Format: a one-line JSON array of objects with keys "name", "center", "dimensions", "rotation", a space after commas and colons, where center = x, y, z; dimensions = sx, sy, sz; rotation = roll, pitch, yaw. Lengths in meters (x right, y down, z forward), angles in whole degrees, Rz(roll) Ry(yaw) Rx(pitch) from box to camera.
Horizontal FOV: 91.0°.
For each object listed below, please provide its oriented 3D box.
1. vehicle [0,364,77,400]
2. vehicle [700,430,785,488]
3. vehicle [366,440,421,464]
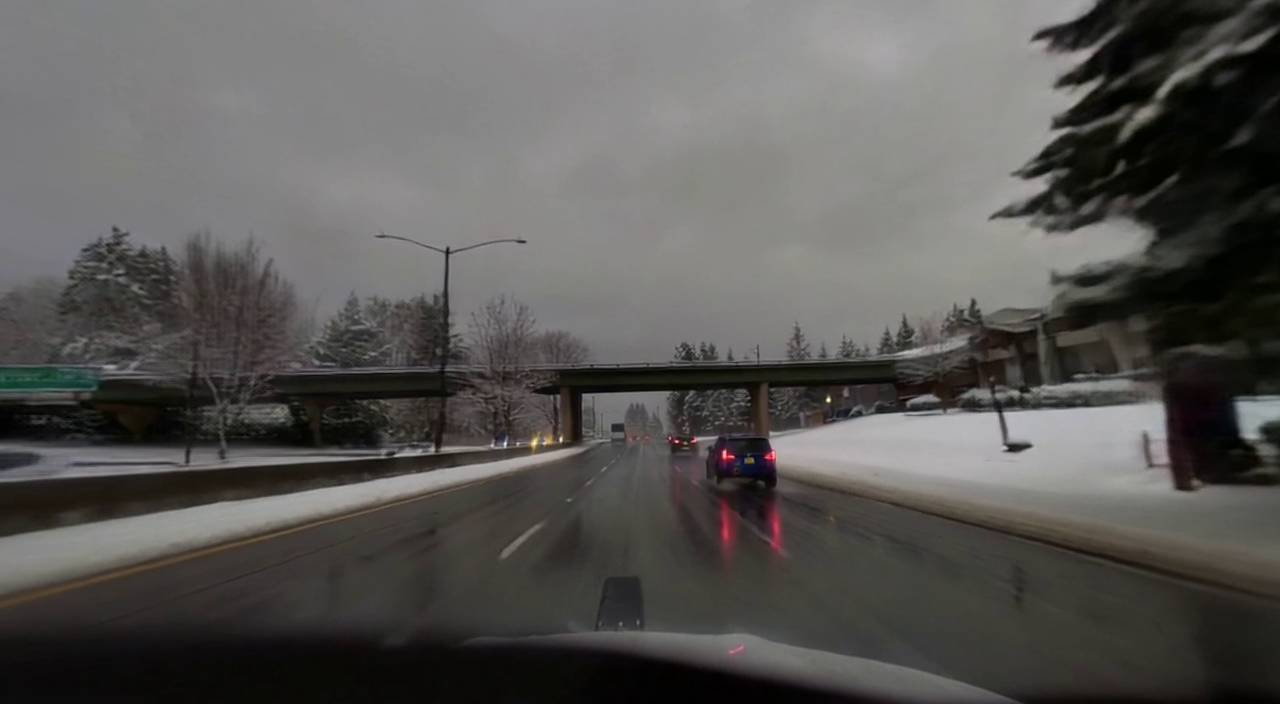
[{"name": "vehicle", "center": [-41.614, 2.061, 42.592], "dimensions": [5.108, 2.084, 2.259], "rotation": [-3, -7, 6]}, {"name": "vehicle", "center": [3.272, 3.524, 21.077], "dimensions": [2.110, 1.712, 4.489], "rotation": [0, -9, 0]}, {"name": "vehicle", "center": [-16.504, 6.692, 42.390], "dimensions": [1.967, 1.520, 4.542], "rotation": [0, -9, -1]}]
